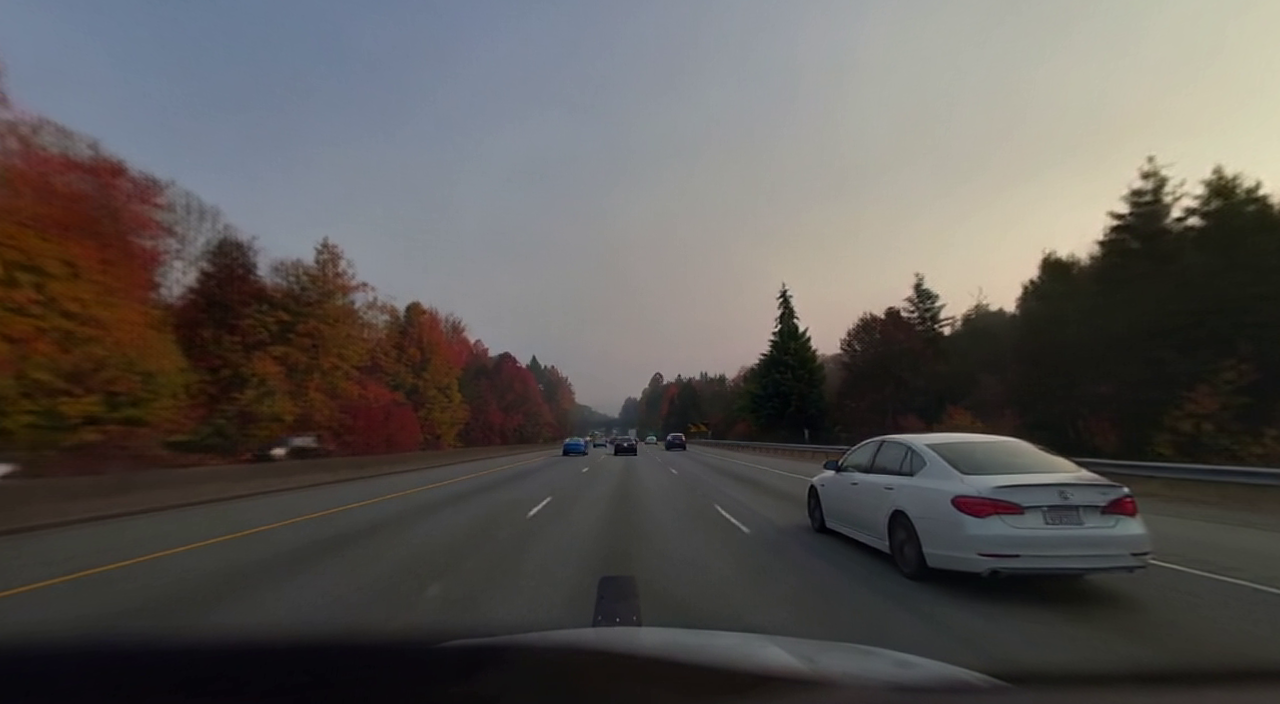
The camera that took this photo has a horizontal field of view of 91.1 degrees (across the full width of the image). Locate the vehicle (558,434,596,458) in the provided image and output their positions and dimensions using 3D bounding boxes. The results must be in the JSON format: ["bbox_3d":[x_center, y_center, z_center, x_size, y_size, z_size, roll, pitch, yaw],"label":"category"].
[{"bbox_3d":[-4.144,6.264,41.956,2.103,1.507,4.367,0,-8,0],"label":"vehicle"}]

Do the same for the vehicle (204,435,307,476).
[{"bbox_3d":[-20.329,5.461,33.604,2.166,2.003,5.341,0,-8,-1],"label":"vehicle"}]
